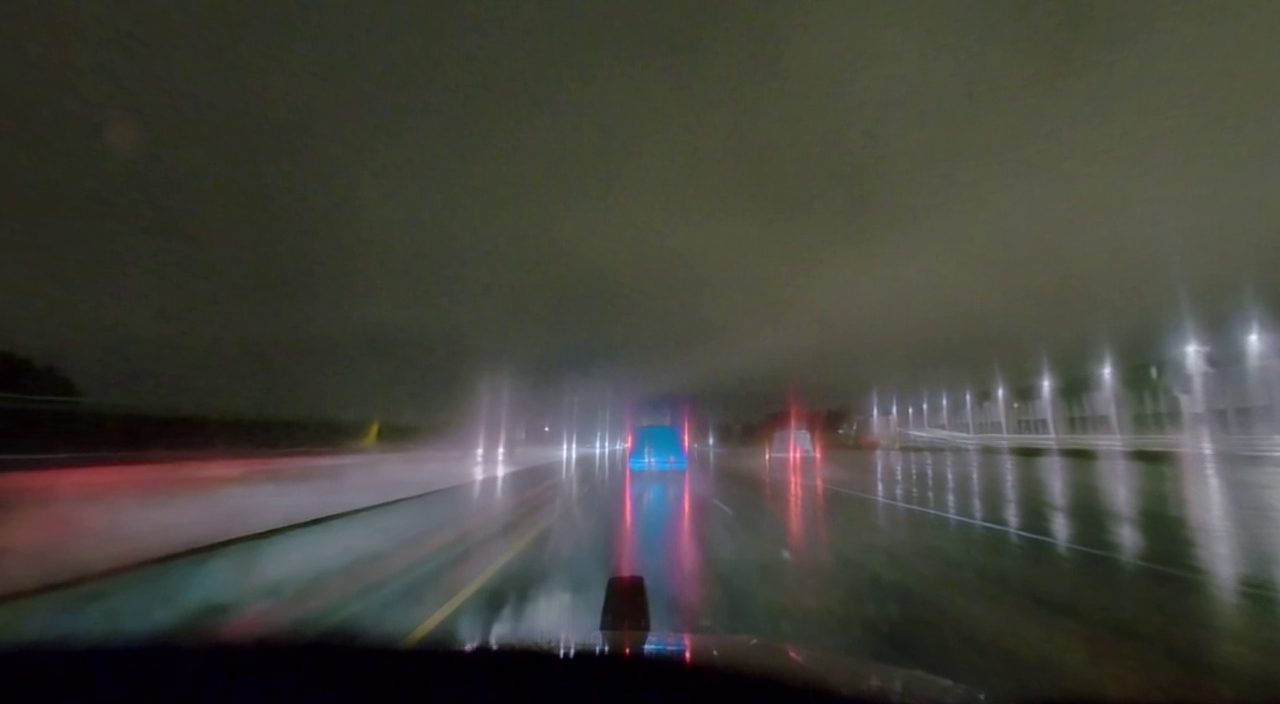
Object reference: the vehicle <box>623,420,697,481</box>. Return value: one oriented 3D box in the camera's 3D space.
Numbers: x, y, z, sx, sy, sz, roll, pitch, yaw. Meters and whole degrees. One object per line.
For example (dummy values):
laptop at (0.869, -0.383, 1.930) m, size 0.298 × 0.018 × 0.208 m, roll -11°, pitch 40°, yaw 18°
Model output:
vehicle at (0.729, 3.619, 23.403) m, size 2.469 × 2.027 × 4.554 m, roll 0°, pitch -8°, yaw 2°

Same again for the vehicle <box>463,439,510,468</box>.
vehicle at (-10.483, 6.936, 43.259) m, size 2.023 × 1.876 × 4.204 m, roll 0°, pitch -8°, yaw 2°
